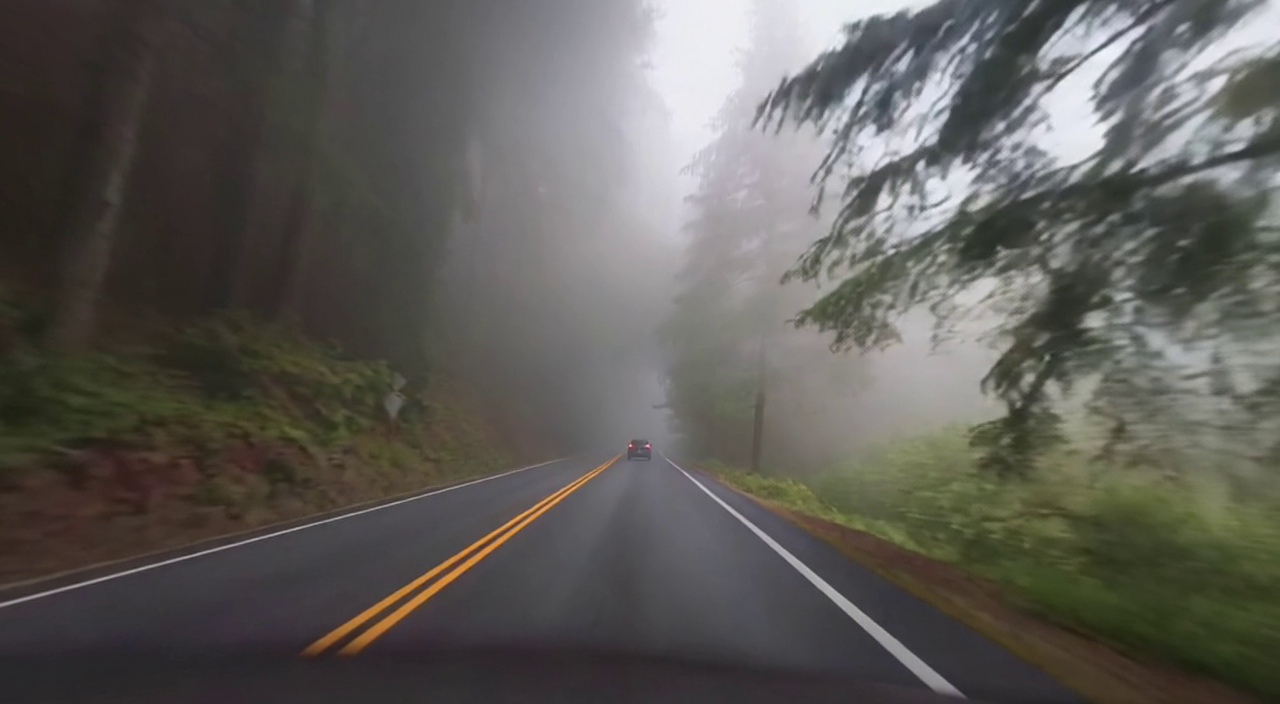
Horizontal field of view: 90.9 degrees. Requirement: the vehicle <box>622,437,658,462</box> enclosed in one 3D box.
[{"bbox_3d":[0.016,6.112,39.699,2.120,1.491,4.349,-1,-8,0],"label":"vehicle"}]
